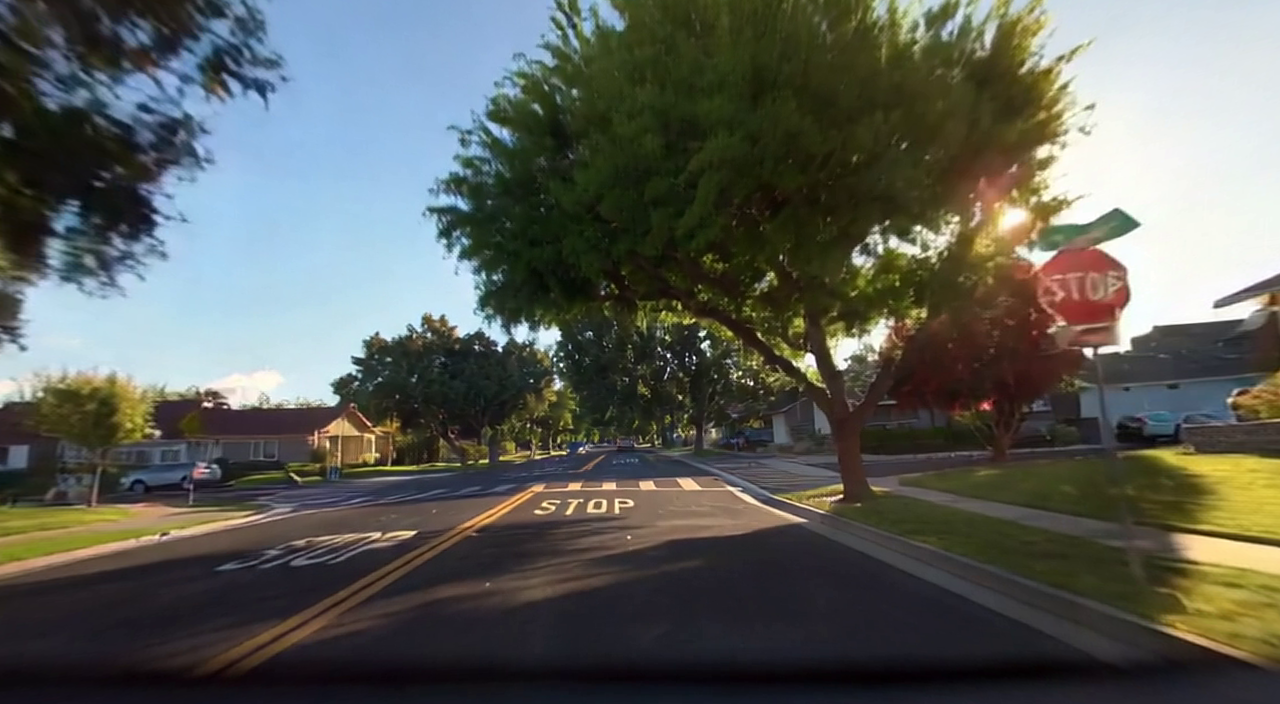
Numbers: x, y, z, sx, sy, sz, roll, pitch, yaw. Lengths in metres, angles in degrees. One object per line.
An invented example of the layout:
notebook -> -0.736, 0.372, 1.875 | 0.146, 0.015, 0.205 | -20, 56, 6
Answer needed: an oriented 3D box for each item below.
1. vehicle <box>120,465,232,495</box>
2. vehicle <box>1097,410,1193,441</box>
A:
vehicle -> -24.503, 6.744, 33.469 | 4.380, 1.462, 1.864 | 0, -9, -1
vehicle -> 29.106, 4.310, 36.640 | 1.846, 1.452, 4.499 | -1, -10, 1
